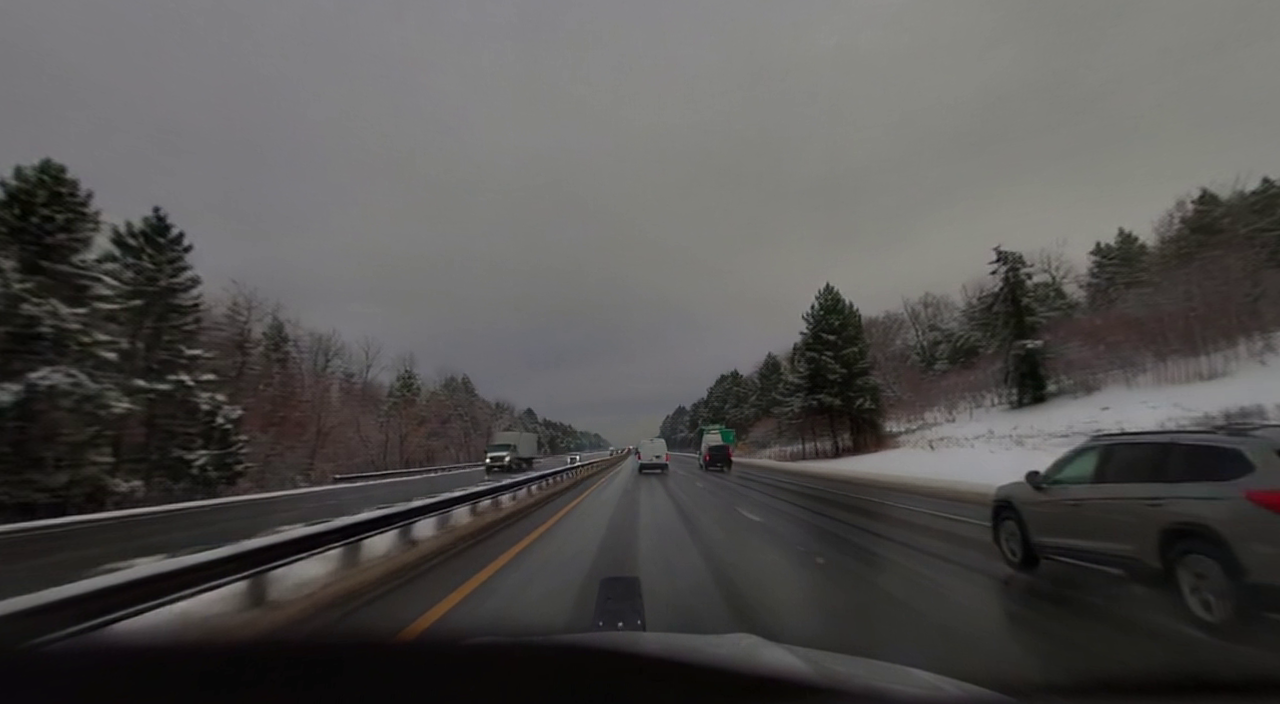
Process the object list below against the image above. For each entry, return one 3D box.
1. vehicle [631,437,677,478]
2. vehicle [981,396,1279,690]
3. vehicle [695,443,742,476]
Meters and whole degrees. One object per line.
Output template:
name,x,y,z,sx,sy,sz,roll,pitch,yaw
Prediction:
vehicle,0.658,5.340,32.022,2.143,1.925,4.101,0,-9,0
vehicle,4.388,1.205,4.545,1.868,1.566,3.509,0,-9,0
vehicle,4.225,5.826,34.484,1.961,1.689,3.971,0,-9,-1
